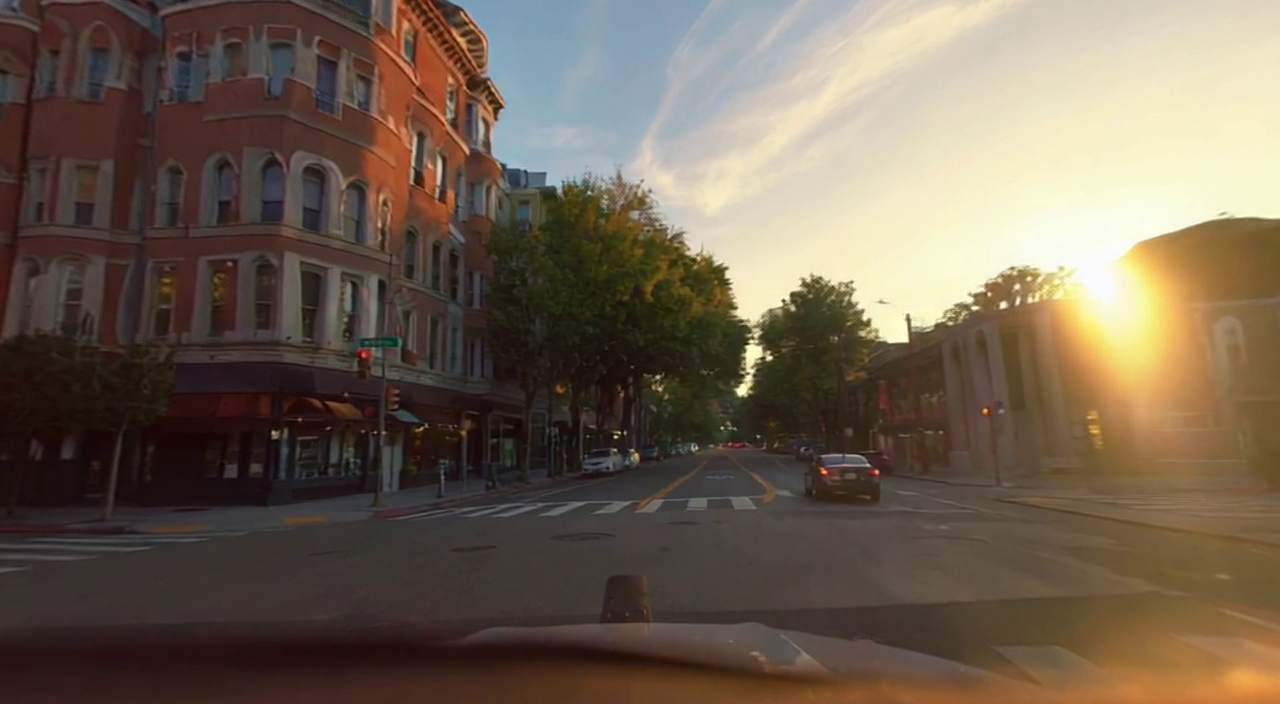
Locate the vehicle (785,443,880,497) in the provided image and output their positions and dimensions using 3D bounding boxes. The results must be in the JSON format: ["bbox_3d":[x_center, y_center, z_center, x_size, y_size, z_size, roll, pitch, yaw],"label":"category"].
[{"bbox_3d":[5.788,3.570,19.500,2.014,1.474,4.090,-1,-8,6],"label":"vehicle"}]

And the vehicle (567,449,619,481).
[{"bbox_3d":[-2.505,6.176,34.883,2.127,1.533,4.547,-1,-8,5],"label":"vehicle"}]
